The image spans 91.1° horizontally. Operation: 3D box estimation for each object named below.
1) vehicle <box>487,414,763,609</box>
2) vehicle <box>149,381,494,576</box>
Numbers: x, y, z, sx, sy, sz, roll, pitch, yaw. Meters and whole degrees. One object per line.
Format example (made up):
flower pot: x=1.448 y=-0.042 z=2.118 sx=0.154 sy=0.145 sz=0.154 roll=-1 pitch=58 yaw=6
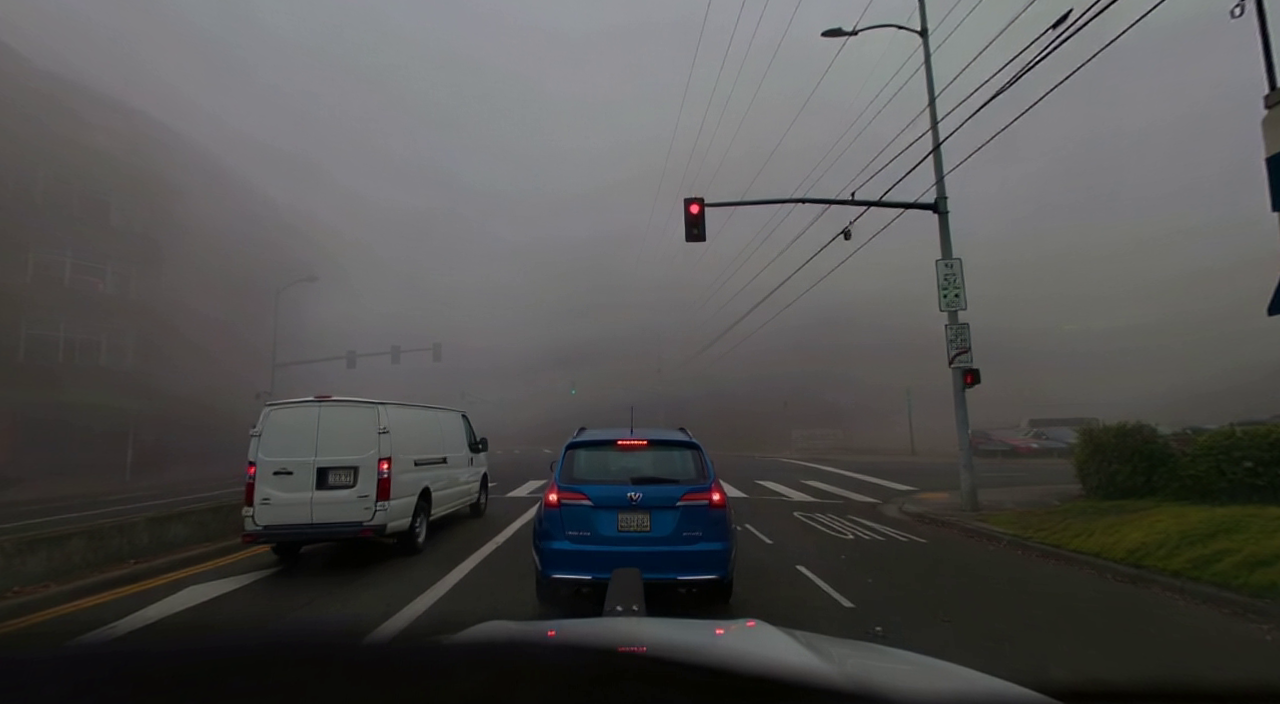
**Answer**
vehicle: x=-0.116 y=1.466 z=6.762 sx=2.064 sy=1.452 sz=3.942 roll=0 pitch=-8 yaw=0
vehicle: x=-3.583 y=1.524 z=8.522 sx=2.076 sy=1.820 sz=5.100 roll=0 pitch=-8 yaw=-1
